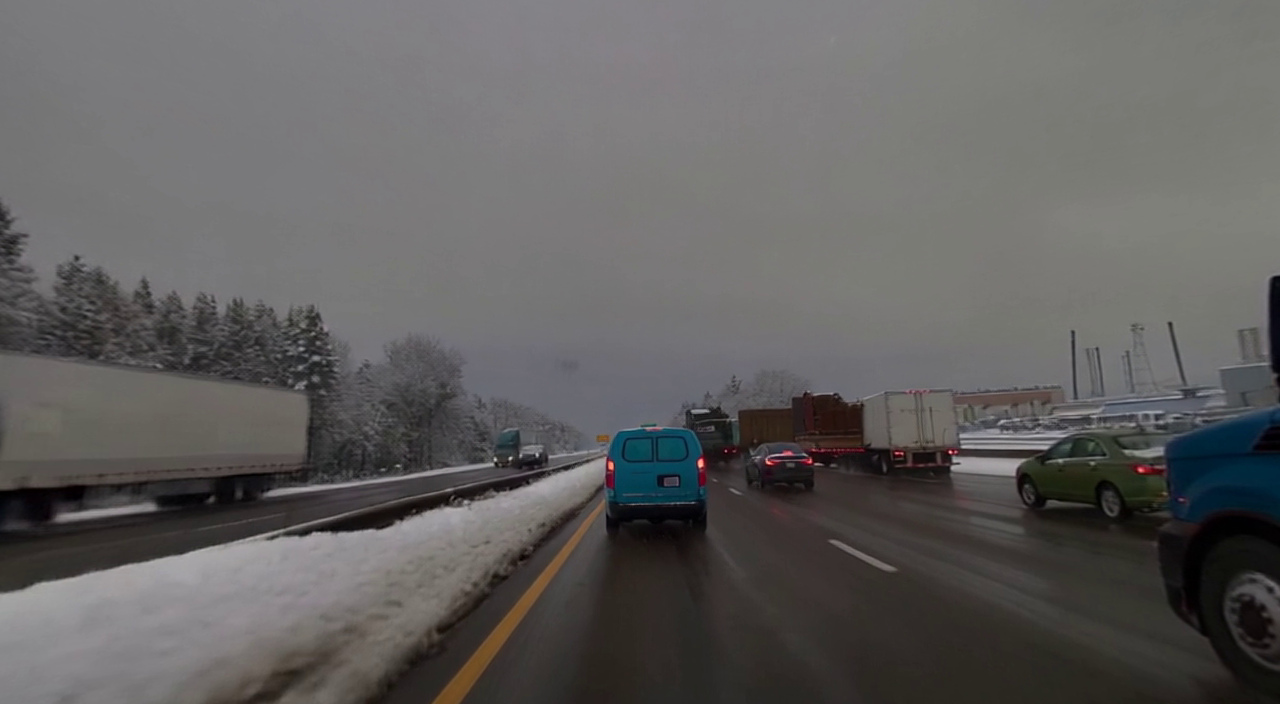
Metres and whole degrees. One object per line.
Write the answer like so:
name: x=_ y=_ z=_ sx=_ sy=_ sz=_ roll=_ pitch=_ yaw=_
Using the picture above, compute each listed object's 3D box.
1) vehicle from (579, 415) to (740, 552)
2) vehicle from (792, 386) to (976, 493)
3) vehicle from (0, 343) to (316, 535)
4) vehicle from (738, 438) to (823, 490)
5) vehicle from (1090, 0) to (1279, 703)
vehicle: x=0.284 y=1.881 z=9.459 sx=1.965 sy=1.664 sz=3.428 roll=-1 pitch=-9 yaw=2
vehicle: x=8.591 y=3.415 z=24.072 sx=2.799 sy=3.188 sz=10.578 roll=0 pitch=-9 yaw=0
vehicle: x=-15.751 y=2.752 z=19.202 sx=2.915 sy=4.264 sz=16.308 roll=0 pitch=-9 yaw=0
vehicle: x=4.477 y=3.615 z=20.533 sx=1.859 sy=1.512 sz=3.711 roll=0 pitch=-9 yaw=0
vehicle: x=4.266 y=-0.311 z=0.662 sx=2.987 sy=3.877 sz=5.881 roll=0 pitch=-9 yaw=0
